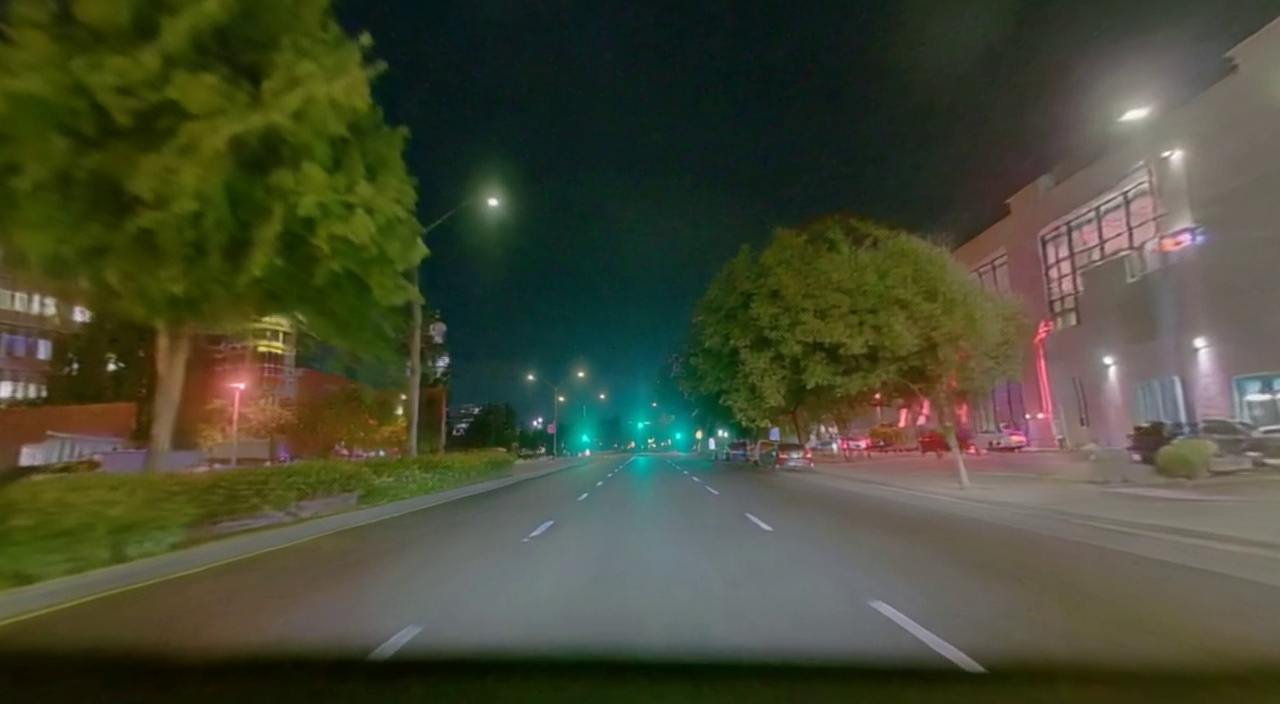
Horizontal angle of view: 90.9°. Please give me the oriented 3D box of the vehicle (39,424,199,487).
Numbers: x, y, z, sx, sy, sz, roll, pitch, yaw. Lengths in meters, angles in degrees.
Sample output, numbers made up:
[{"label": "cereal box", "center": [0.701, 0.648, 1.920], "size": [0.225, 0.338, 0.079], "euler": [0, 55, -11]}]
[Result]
[{"label": "vehicle", "center": [-32.967, 6.557, 40.130], "size": [7.106, 3.726, 3.230], "euler": [0, -8, 1]}]

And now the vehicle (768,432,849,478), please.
[{"label": "vehicle", "center": [7.070, 4.378, 27.019], "size": [2.084, 1.736, 4.754], "euler": [0, -8, -1]}]

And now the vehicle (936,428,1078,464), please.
[{"label": "vehicle", "center": [16.845, 4.367, 29.137], "size": [5.222, 1.515, 2.044], "euler": [-1, -9, -1]}]

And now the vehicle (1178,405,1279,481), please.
[{"label": "vehicle", "center": [16.644, 2.186, 15.745], "size": [4.422, 1.738, 1.995], "euler": [-3, -8, 1]}]

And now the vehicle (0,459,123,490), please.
[{"label": "vehicle", "center": [-32.758, 6.885, 35.531], "size": [5.238, 1.618, 2.263], "euler": [-1, -9, 1]}]
